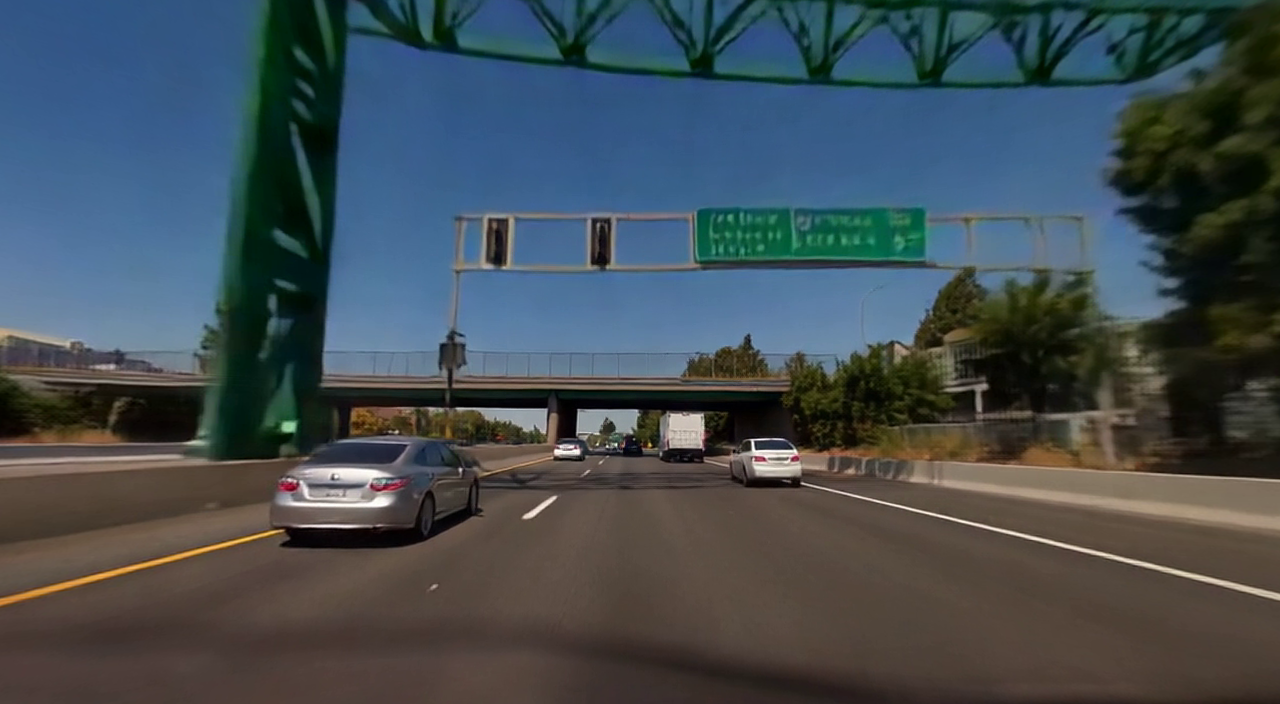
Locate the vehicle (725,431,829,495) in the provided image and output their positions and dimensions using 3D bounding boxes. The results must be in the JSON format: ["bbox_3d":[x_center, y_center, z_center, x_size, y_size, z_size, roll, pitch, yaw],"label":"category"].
[{"bbox_3d":[3.812,3.165,18.322,2.001,1.625,4.088,0,-8,-1],"label":"vehicle"}]

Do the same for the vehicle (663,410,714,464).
[{"bbox_3d":[3.458,6.537,48.081,2.824,3.585,11.410,0,-8,-1],"label":"vehicle"}]

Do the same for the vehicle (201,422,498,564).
[{"bbox_3d":[-3.612,1.832,9.017,2.122,1.486,4.532,0,-8,0],"label":"vehicle"}]

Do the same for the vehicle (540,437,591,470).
[{"bbox_3d":[-3.584,4.954,31.030,2.064,1.479,4.370,0,-8,-1],"label":"vehicle"}]
